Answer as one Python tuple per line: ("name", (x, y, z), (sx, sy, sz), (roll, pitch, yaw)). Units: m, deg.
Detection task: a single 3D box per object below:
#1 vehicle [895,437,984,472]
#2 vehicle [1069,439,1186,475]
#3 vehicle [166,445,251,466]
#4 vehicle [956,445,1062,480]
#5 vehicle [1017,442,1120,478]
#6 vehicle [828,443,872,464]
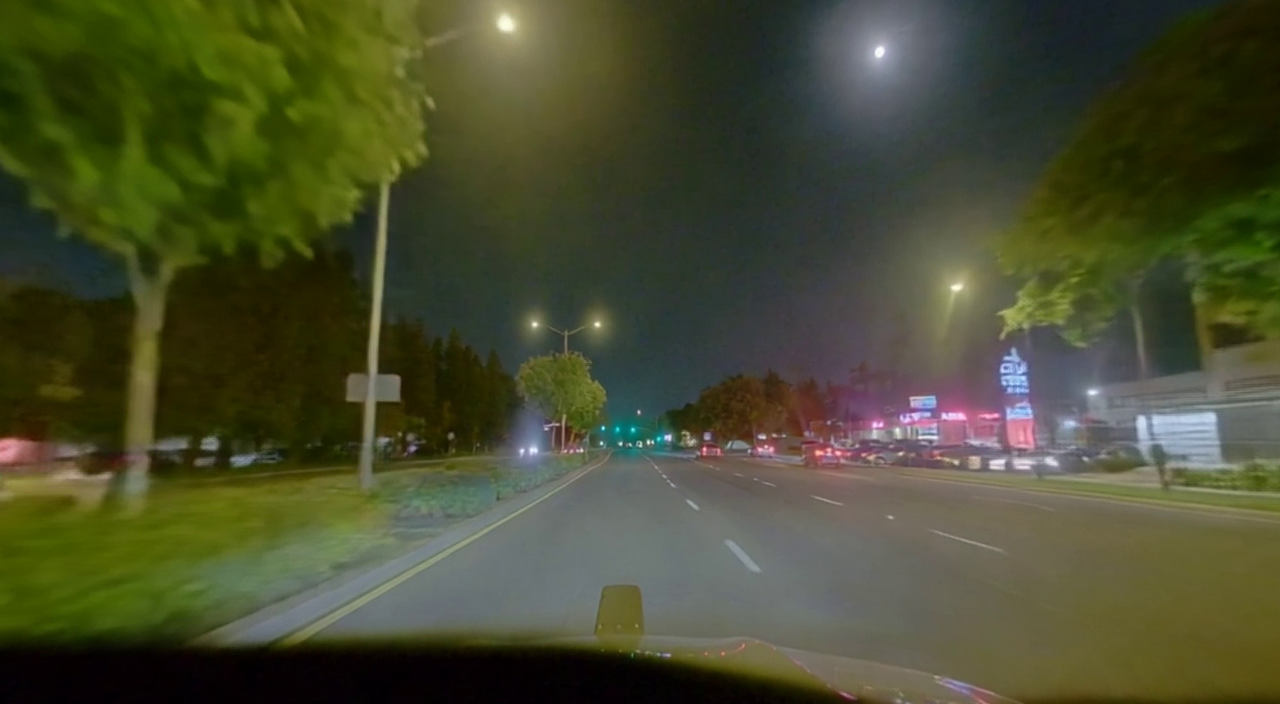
("vehicle", (16.337, 5.593, 34.822), (2.052, 1.749, 5.213), (0, -8, -4))
("vehicle", (22.375, 4.840, 29.241), (1.895, 1.471, 4.511), (-2, -9, 2))
("vehicle", (-29.707, 7.122, 43.558), (4.461, 1.441, 1.820), (0, -8, 0))
("vehicle", (16.596, 4.946, 28.765), (1.863, 1.445, 4.703), (0, -8, -2))
("vehicle", (19.647, 4.936, 29.203), (1.972, 1.461, 4.021), (0, -8, 0))
("vehicle", (15.941, 7.701, 48.171), (1.892, 1.421, 4.556), (-1, -8, 3))
